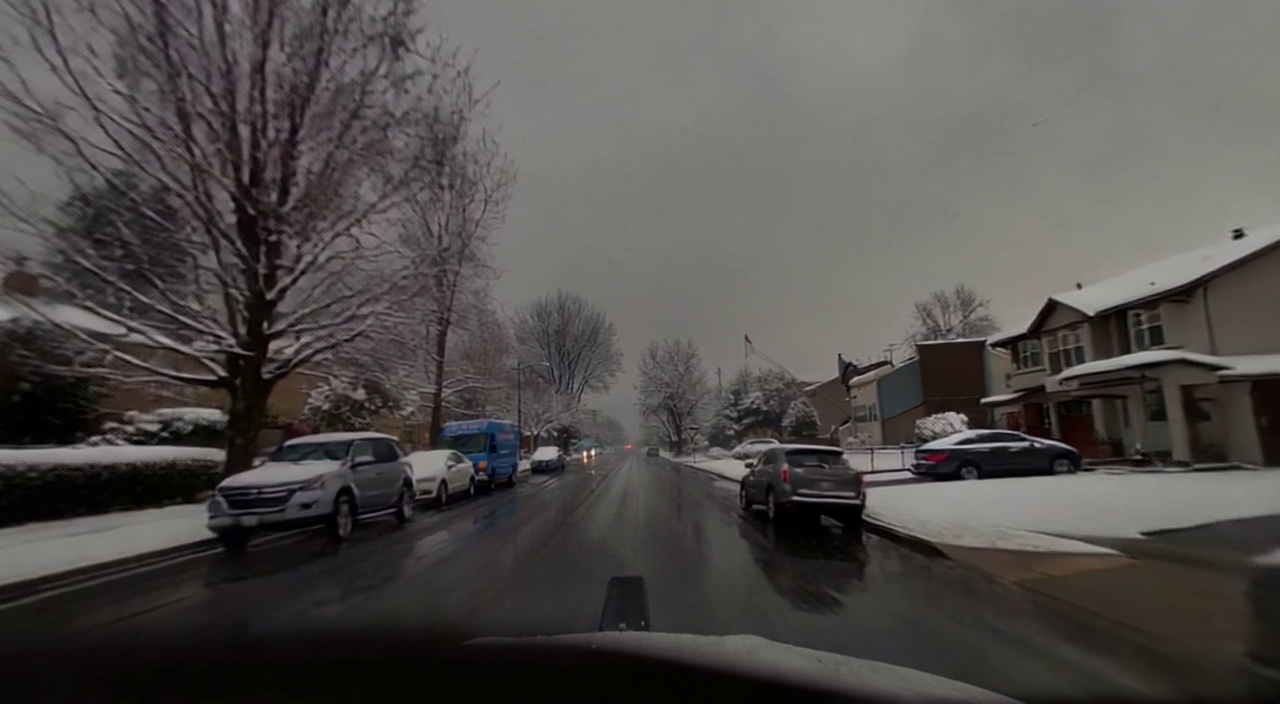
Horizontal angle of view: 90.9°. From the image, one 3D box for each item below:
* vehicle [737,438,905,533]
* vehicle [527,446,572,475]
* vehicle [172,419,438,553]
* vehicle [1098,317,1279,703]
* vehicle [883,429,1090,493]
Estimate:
[{"bbox_3d":[3.275,2.496,12.488,1.945,1.514,4.552,0,-8,0],"label":"vehicle"},{"bbox_3d":[-5.187,6.283,36.741,2.038,1.571,4.524,0,-8,-1],"label":"vehicle"},{"bbox_3d":[-5.424,2.205,11.133,2.090,1.855,4.494,0,-8,2],"label":"vehicle"},{"bbox_3d":[3.040,0.540,0.307,2.172,1.764,4.685,0,-8,2],"label":"vehicle"},{"bbox_3d":[9.218,2.916,17.054,4.365,1.597,2.112,1,-8,-5],"label":"vehicle"}]
